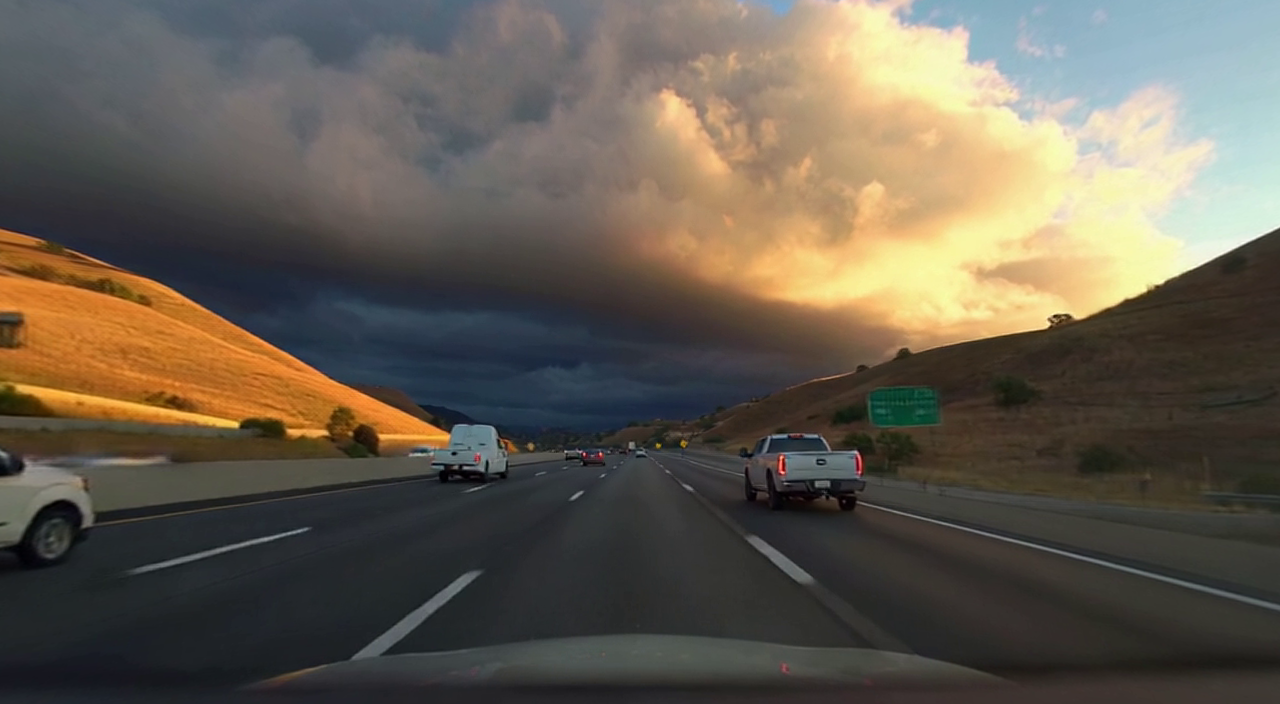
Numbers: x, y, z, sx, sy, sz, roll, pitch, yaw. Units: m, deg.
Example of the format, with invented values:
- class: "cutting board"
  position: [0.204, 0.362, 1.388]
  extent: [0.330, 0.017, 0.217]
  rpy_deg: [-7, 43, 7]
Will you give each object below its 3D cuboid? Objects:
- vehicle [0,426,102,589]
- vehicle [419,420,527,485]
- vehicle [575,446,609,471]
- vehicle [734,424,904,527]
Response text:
- class: "vehicle"
  position: [-7.124, 1.279, 4.676]
  extent: [1.935, 1.550, 4.883]
  rpy_deg: [0, -9, 0]
- class: "vehicle"
  position: [-7.111, 4.443, 27.992]
  extent: [2.937, 2.509, 7.090]
  rpy_deg: [0, -9, -1]
- class: "vehicle"
  position: [-3.236, 7.252, 43.194]
  extent: [2.009, 1.593, 4.378]
  rpy_deg: [0, -9, 0]
- class: "vehicle"
  position: [3.492, 2.531, 13.457]
  extent: [2.231, 1.789, 4.700]
  rpy_deg: [0, -9, 0]
